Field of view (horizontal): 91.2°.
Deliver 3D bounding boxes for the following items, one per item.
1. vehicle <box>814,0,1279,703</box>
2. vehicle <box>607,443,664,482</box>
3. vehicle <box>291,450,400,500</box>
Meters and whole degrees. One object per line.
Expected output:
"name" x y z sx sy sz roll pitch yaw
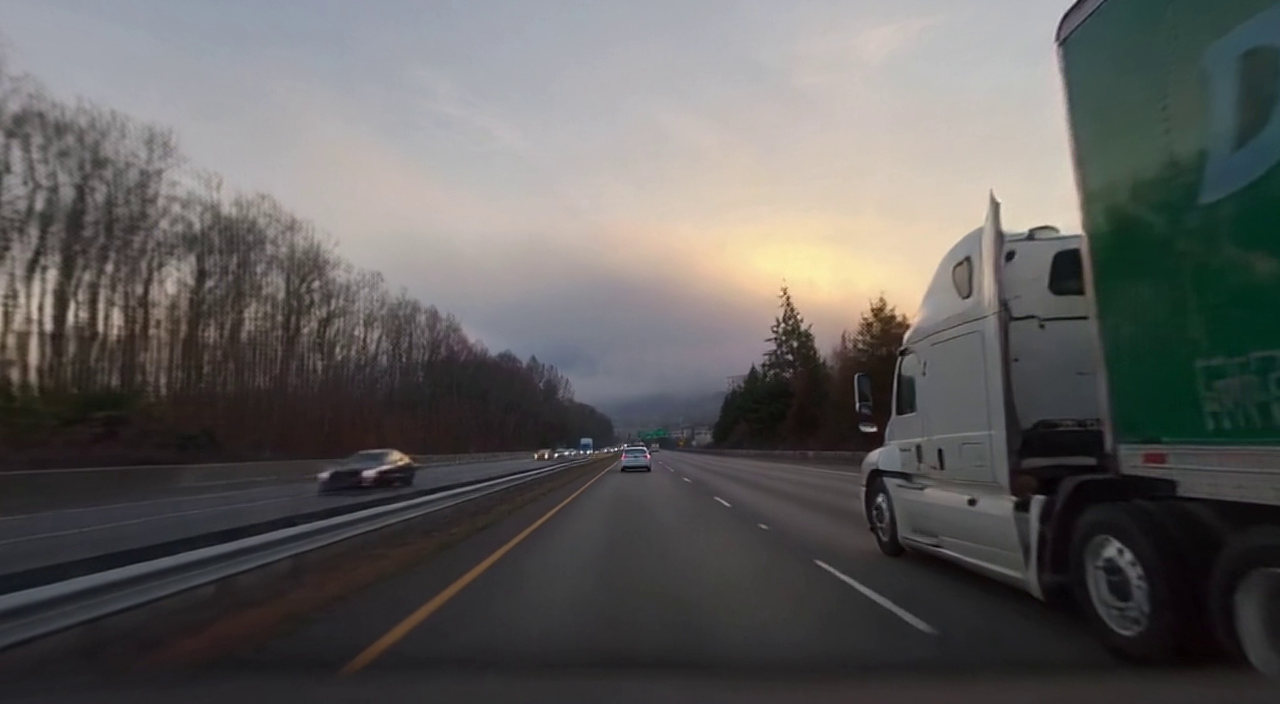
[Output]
"vehicle" 4.356 0.345 6.154 3.351 3.699 5.995 0 -9 -1
"vehicle" -0.209 4.633 26.527 2.244 1.506 4.097 0 -9 -1
"vehicle" -9.859 4.117 21.375 1.874 1.506 3.934 0 -9 -2
